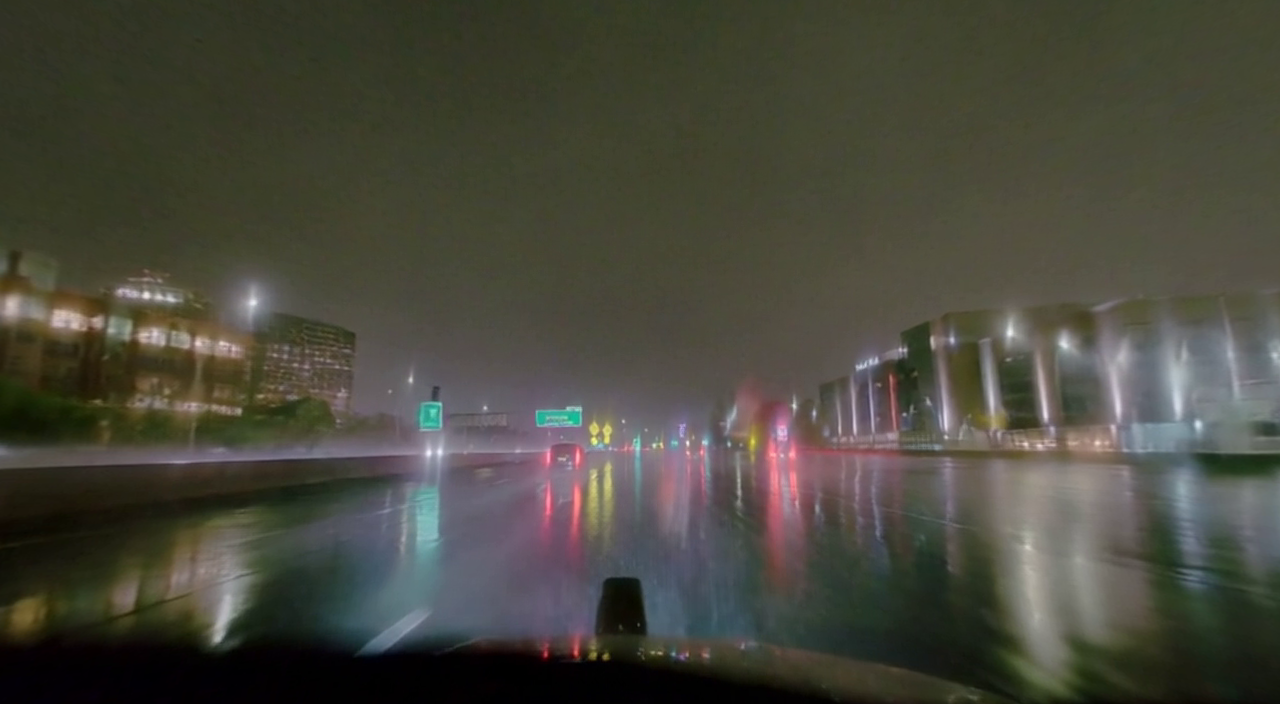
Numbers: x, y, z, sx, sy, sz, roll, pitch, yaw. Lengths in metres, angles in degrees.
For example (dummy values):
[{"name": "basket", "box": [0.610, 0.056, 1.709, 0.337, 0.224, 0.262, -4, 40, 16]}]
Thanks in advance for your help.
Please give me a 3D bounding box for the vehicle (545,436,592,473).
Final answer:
[{"name": "vehicle", "box": [-3.698, 5.406, 33.436, 2.047, 1.786, 4.217, 0, -9, 0]}]
